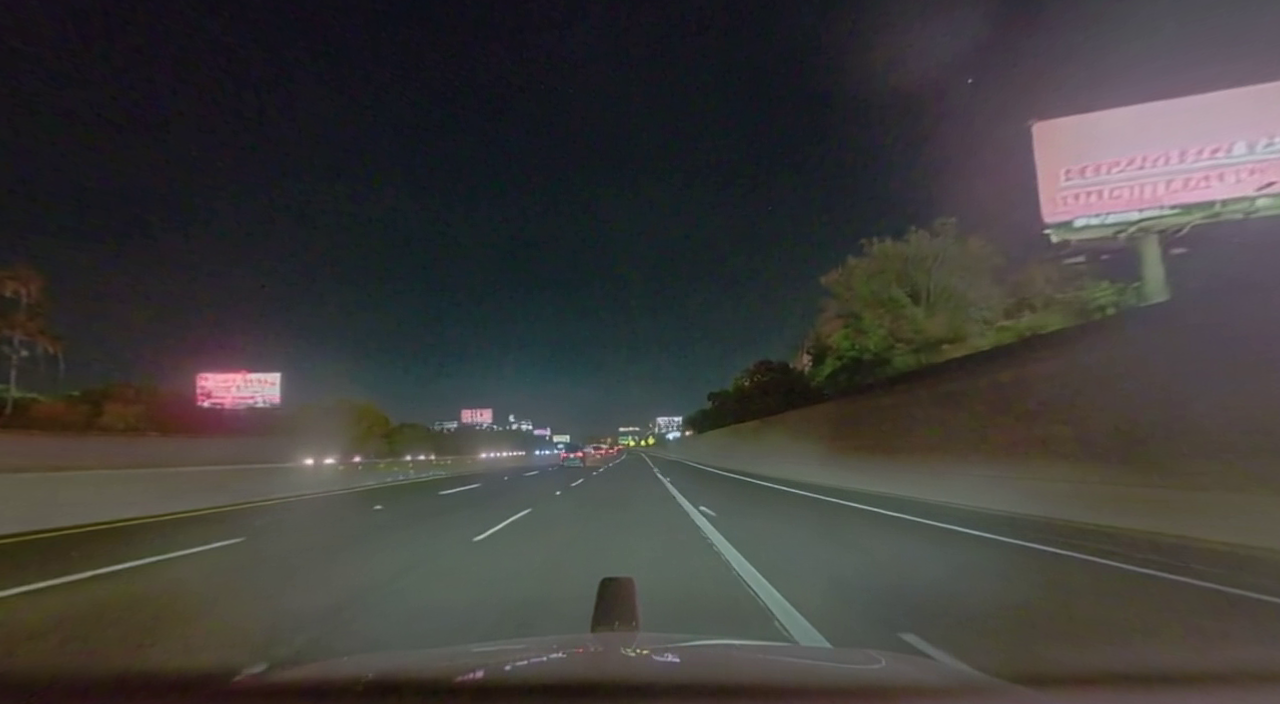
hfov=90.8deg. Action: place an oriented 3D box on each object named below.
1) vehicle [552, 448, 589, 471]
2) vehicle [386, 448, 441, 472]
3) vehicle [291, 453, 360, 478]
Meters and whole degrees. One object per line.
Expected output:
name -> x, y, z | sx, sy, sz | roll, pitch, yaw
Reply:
vehicle -> -4.764, 7.423, 43.885 | 2.078, 1.457, 4.648 | 0, -8, 0
vehicle -> -15.914, 7.599, 44.690 | 2.260, 1.515, 4.498 | 0, -8, 0
vehicle -> -18.754, 6.762, 37.914 | 1.988, 1.328, 4.244 | 0, -9, 0
